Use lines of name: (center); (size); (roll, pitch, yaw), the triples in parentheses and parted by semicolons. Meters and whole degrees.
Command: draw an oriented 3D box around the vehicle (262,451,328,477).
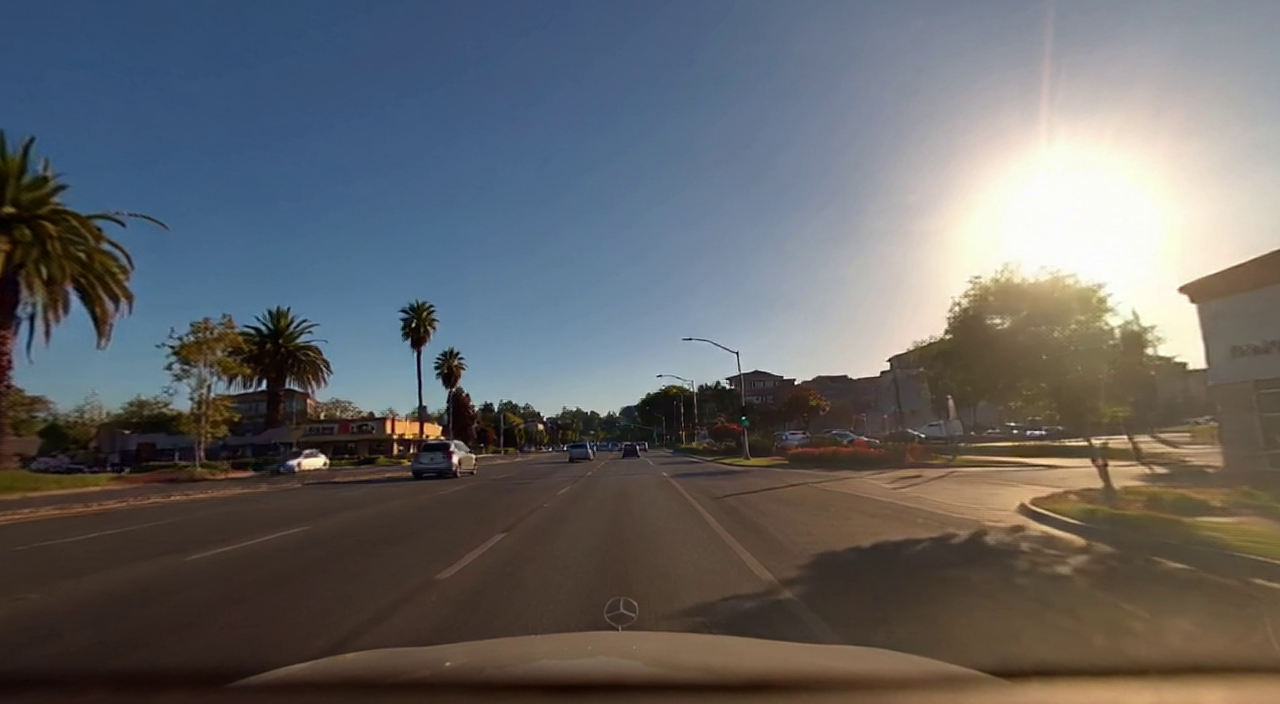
vehicle: (-21.875, 7.118, 40.257); (1.852, 1.526, 4.262); (0, -9, 0)

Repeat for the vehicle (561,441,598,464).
vehicle: (-4.037, 6.764, 42.691); (2.181, 1.483, 4.123); (0, -9, -1)

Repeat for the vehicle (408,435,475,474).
vehicle: (-9.688, 5.020, 31.138); (2.022, 1.746, 4.406); (0, -9, -3)
